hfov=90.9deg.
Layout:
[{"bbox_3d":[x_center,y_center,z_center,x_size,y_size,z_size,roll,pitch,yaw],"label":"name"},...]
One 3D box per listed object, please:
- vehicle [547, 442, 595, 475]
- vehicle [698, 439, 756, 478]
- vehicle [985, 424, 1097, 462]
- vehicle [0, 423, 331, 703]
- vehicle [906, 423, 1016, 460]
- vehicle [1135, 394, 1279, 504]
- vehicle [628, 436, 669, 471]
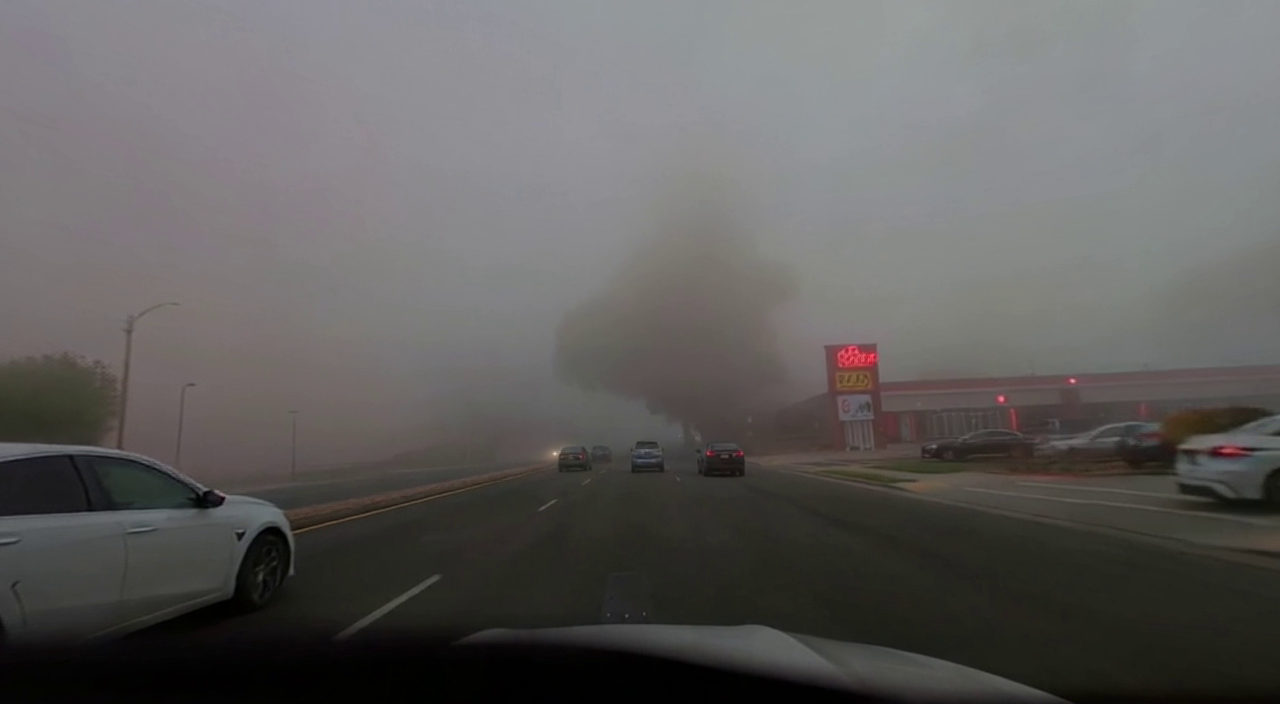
[{"bbox_3d":[-3.636,5.709,33.958,2.026,1.665,4.193,0,-8,1],"label":"vehicle"},{"bbox_3d":[3.694,4.590,27.397,1.922,1.579,3.642,0,-8,-1],"label":"vehicle"},{"bbox_3d":[16.448,3.756,26.106,1.891,1.440,4.045,0,-8,-1],"label":"vehicle"},{"bbox_3d":[-4.022,1.227,3.940,1.908,1.481,4.351,0,-8,1],"label":"vehicle"},{"bbox_3d":[16.883,4.790,33.430,1.945,1.690,4.833,0,-9,-27],"label":"vehicle"},{"bbox_3d":[11.431,1.575,10.333,4.808,1.712,2.061,-5,-10,29],"label":"vehicle"},{"bbox_3d":[0.457,5.841,36.293,2.193,1.873,4.033,0,-8,0],"label":"vehicle"}]
